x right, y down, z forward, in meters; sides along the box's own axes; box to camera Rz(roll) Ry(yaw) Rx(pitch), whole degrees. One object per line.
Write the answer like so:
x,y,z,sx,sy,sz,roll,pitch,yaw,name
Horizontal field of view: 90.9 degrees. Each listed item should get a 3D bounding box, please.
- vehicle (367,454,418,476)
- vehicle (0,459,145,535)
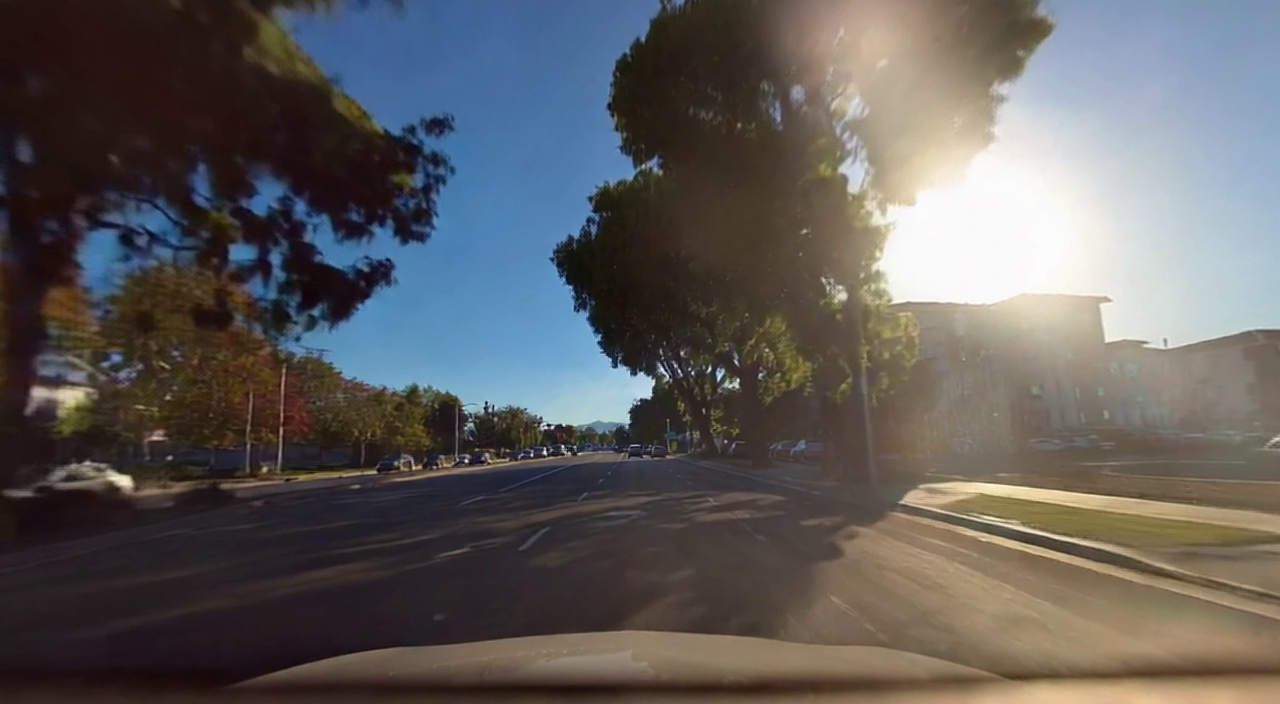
-18.516,8.469,47.433,1.938,1.493,4.694,0,-8,0,vehicle
-14.732,3.443,15.414,1.879,1.544,4.144,0,-8,-1,vehicle
